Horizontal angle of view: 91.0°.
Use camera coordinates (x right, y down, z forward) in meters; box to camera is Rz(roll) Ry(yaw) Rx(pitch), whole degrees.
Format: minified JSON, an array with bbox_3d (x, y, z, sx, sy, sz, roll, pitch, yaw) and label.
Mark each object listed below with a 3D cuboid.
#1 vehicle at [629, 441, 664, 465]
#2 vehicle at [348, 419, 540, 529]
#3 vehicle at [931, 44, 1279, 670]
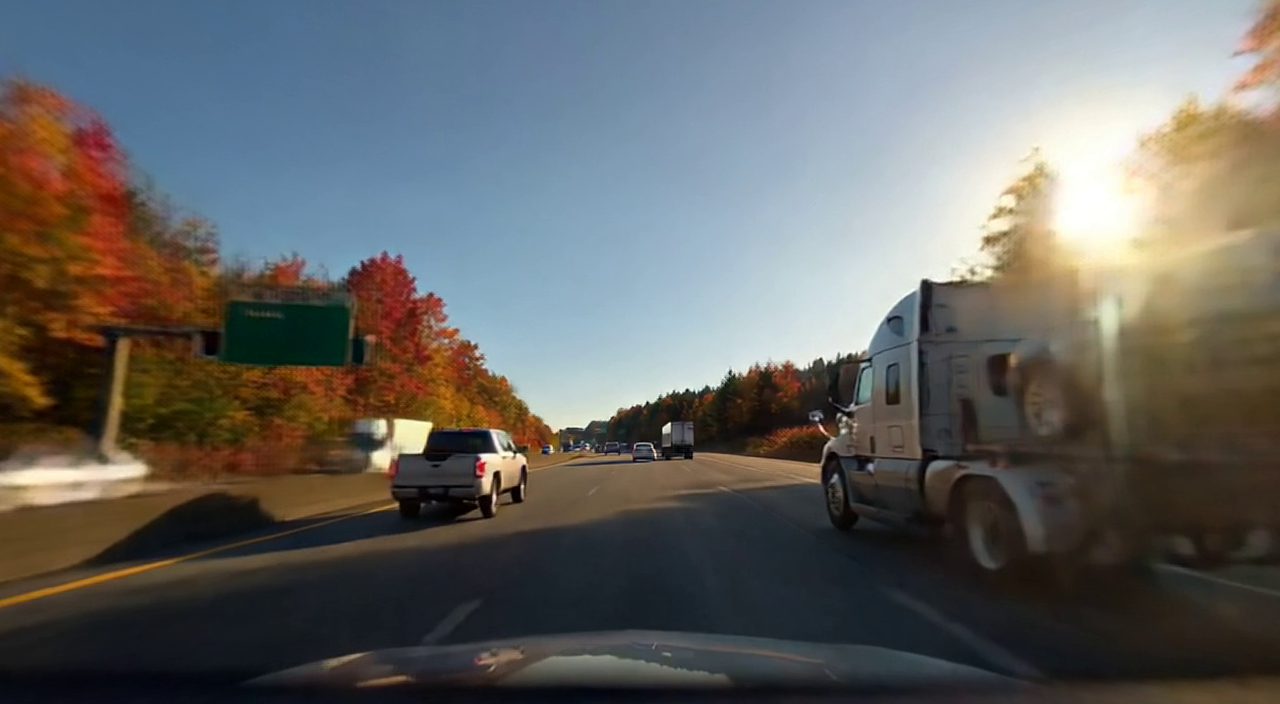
[{"bbox_3d":[0.440,6.652,41.579,2.152,1.484,4.211,0,-8,1],"label":"vehicle"},{"bbox_3d":[-3.384,2.214,12.058,2.077,1.669,4.739,0,-8,1],"label":"vehicle"},{"bbox_3d":[4.929,-0.371,0.567,3.150,3.257,13.098,0,-8,0],"label":"vehicle"}]
